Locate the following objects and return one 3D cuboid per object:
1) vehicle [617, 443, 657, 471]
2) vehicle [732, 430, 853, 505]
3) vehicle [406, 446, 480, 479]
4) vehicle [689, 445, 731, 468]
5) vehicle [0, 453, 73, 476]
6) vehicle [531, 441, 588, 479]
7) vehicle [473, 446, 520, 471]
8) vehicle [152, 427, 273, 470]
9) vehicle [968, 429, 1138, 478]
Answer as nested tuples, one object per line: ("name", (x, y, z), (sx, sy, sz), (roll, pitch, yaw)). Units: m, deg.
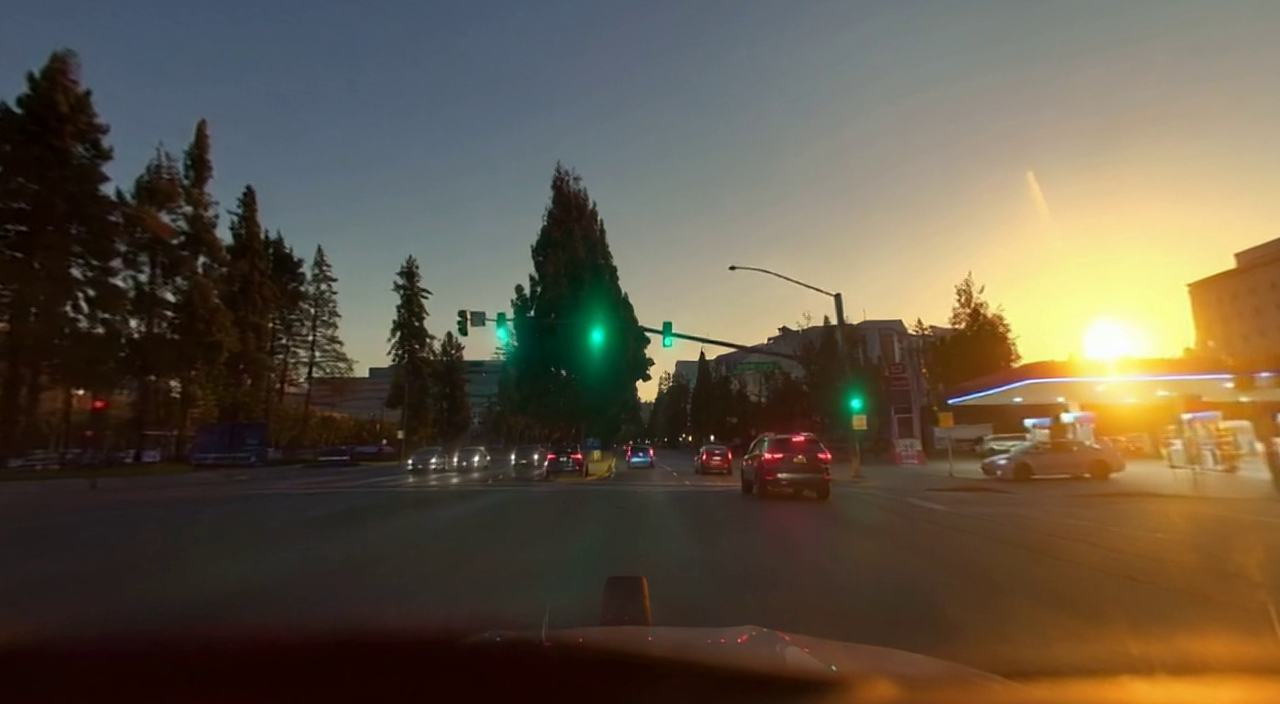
("vehicle", (-0.156, 5.937, 35.804), (2.104, 1.477, 4.591), (0, -8, 0))
("vehicle", (3.763, 2.931, 16.424), (2.022, 1.683, 4.171), (0, -8, -1))
("vehicle", (-9.553, 5.377, 31.002), (2.023, 1.433, 4.699), (0, -8, 1))
("vehicle", (4.630, 6.981, 42.334), (2.174, 1.462, 4.400), (0, -8, -2))
("vehicle", (-45.898, 8.453, 47.461), (2.061, 1.595, 4.565), (0, -9, -1))
("vehicle", (-3.632, 4.944, 29.147), (2.023, 1.607, 4.086), (0, -8, 0))
("vehicle", (-9.022, 6.698, 39.936), (2.001, 1.461, 3.859), (-1, -8, 2))
("vehicle", (-33.717, 7.627, 49.924), (7.339, 3.284, 2.857), (0, -9, -1))
("vehicle", (17.875, 4.420, 27.535), (5.585, 1.866, 2.607), (-1, -9, -3))
